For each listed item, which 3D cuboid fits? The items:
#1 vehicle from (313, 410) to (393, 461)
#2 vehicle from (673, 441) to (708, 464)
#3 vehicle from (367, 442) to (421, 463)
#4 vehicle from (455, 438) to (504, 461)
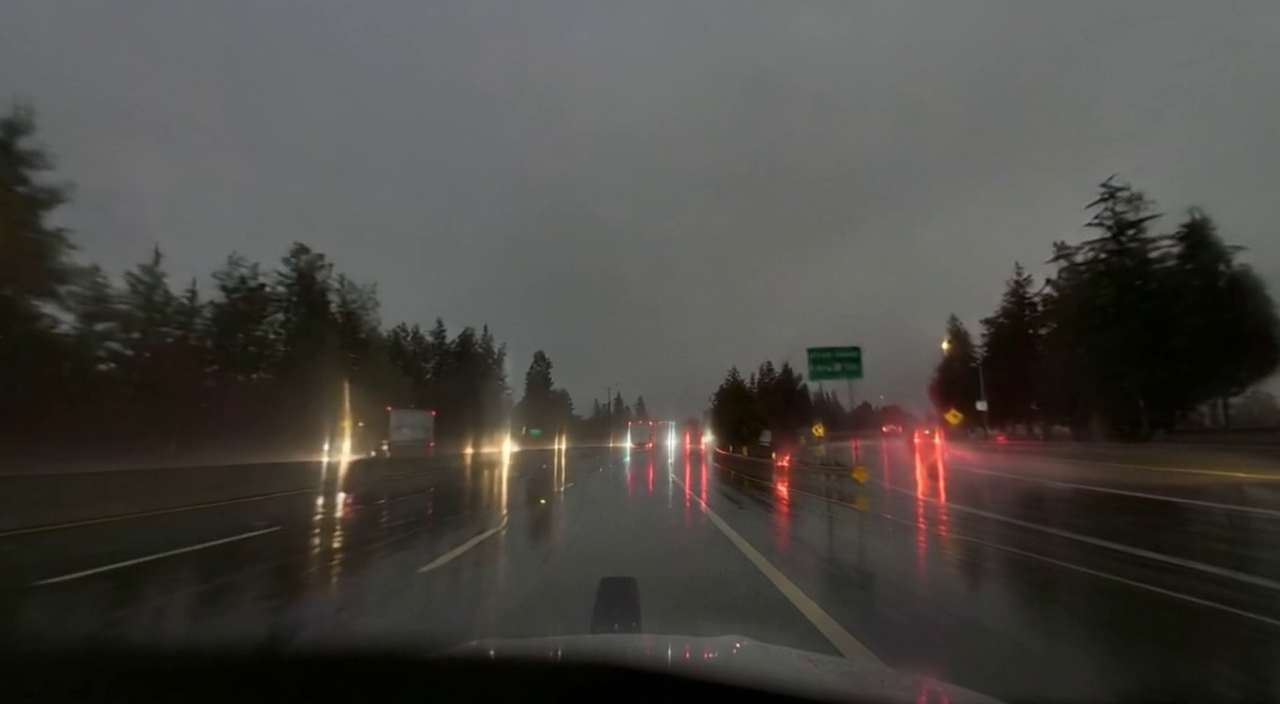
[{"bbox_3d":[-22.156,6.571,49.132,3.004,3.696,6.102,-1,-9,3],"label":"vehicle"},{"bbox_3d":[3.400,6.808,43.045,2.069,1.476,4.197,0,-9,0],"label":"vehicle"},{"bbox_3d":[-18.192,7.413,46.894,1.918,1.464,4.768,-1,-9,3],"label":"vehicle"},{"bbox_3d":[-11.905,7.270,47.195,2.189,1.669,4.753,0,-9,2],"label":"vehicle"}]
